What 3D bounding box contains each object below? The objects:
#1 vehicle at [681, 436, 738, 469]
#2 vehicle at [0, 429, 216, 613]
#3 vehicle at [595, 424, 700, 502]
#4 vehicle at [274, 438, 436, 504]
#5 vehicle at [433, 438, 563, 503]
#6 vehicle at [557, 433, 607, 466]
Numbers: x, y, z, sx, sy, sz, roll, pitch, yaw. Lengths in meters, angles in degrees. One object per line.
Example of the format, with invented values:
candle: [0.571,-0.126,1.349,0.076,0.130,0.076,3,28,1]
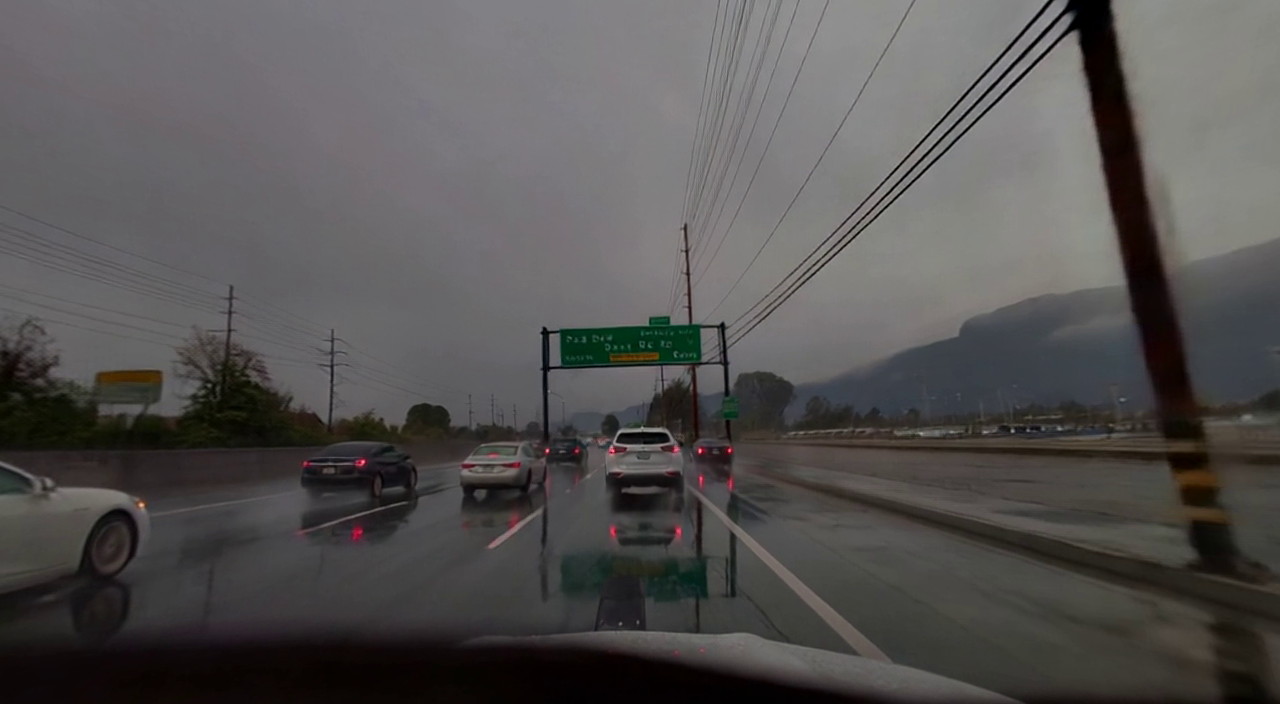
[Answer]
vehicle: [3.312,4.897,30.861,2.197,1.464,4.356,0,-8,-1]
vehicle: [-6.066,1.394,5.355,1.958,1.447,4.454,0,-8,-2]
vehicle: [0.176,2.741,15.939,2.284,1.699,4.168,0,-8,0]
vehicle: [-7.112,2.996,16.442,1.959,1.435,4.719,0,-8,1]
vehicle: [-3.438,2.983,16.394,2.203,1.425,4.610,0,-8,1]
vehicle: [-3.260,5.578,36.275,2.353,1.773,4.286,0,-8,1]
